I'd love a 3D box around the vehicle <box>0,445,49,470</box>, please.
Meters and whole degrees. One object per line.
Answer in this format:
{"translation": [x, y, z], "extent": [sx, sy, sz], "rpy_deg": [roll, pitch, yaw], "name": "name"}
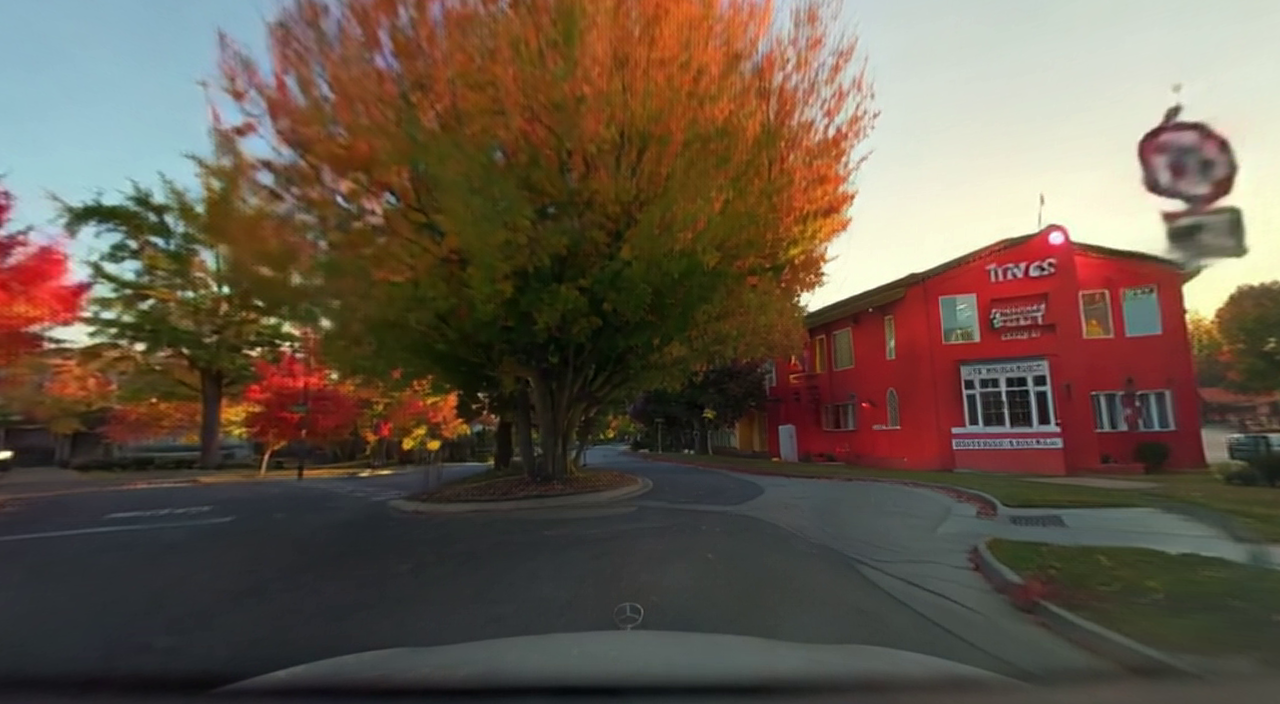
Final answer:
{"translation": [-37.653, 6.272, 37.484], "extent": [3.362, 1.404, 1.588], "rpy_deg": [-1, -7, -3], "name": "vehicle"}
